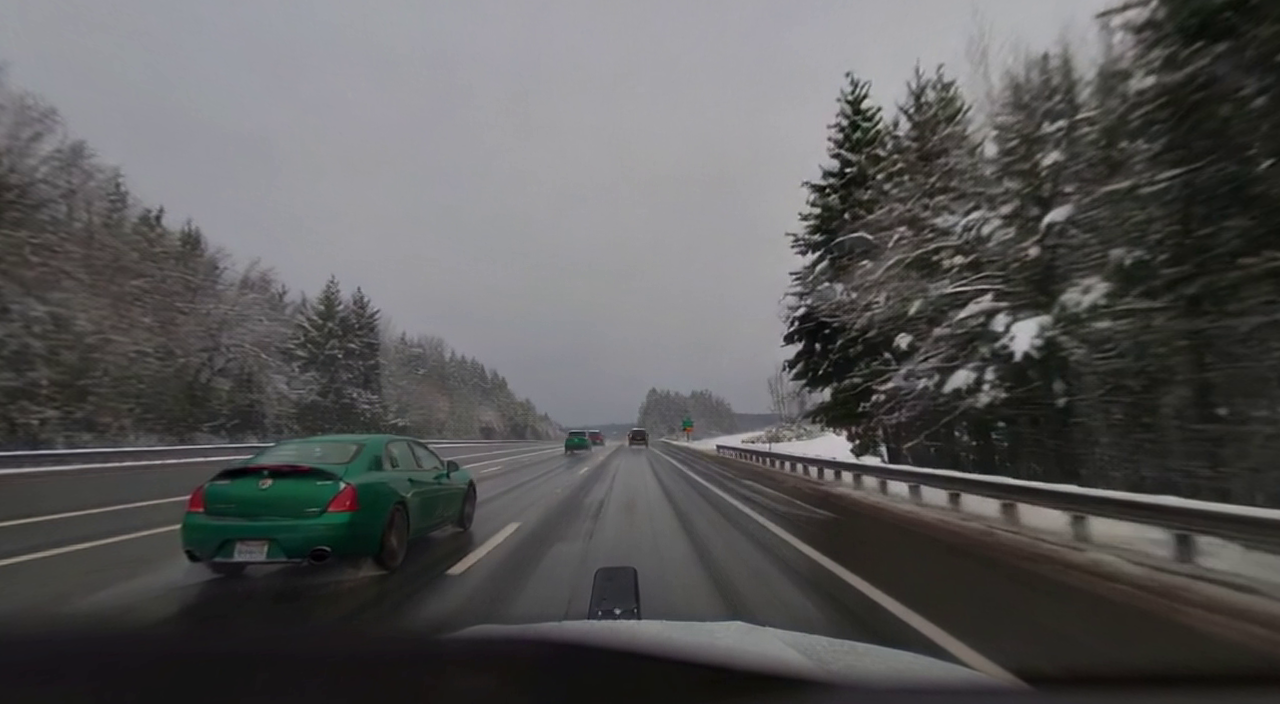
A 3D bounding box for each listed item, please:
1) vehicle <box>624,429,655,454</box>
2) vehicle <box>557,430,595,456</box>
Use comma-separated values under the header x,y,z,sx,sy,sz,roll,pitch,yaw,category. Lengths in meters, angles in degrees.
x,y,z,sx,sy,sz,roll,pitch,yaw,category
-0.019,6.575,46.362,2.170,1.790,4.490,0,-8,0,vehicle
-4.170,6.022,41.733,2.055,1.610,4.116,0,-8,0,vehicle
